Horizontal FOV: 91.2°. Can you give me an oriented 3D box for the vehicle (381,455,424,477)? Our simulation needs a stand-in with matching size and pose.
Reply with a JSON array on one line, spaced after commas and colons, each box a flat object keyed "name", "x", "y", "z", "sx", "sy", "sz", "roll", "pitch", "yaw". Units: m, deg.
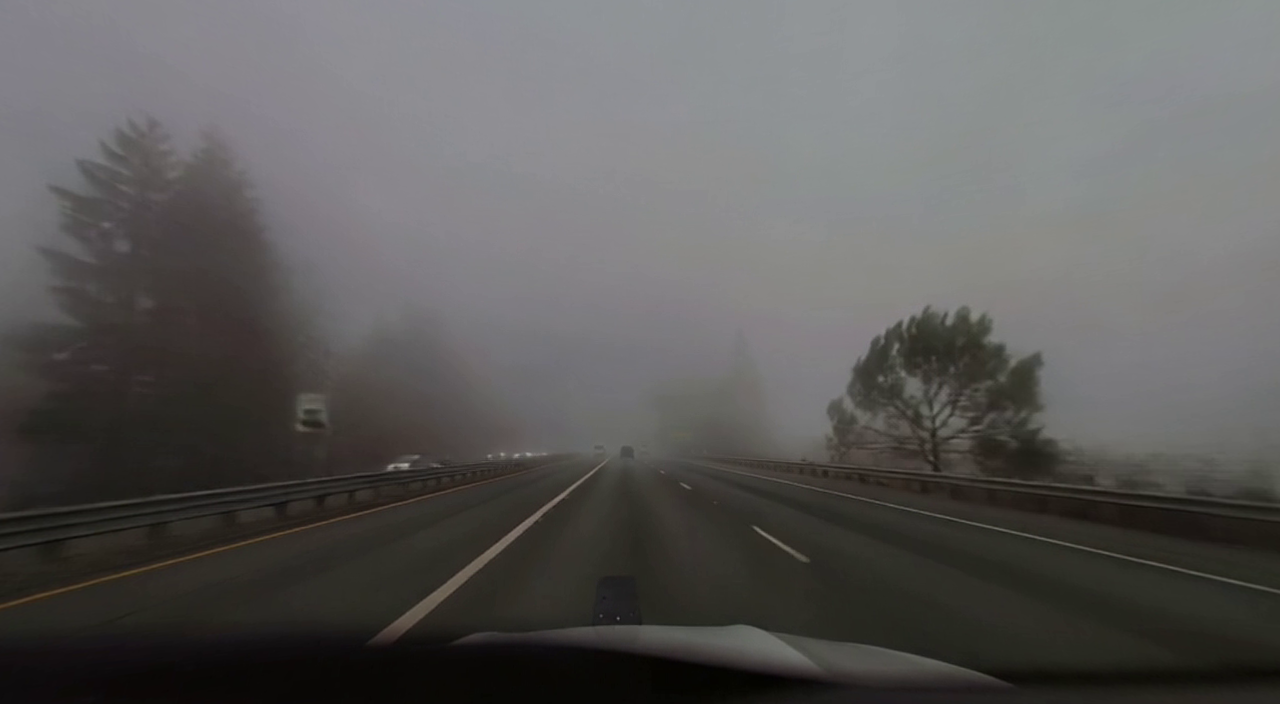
[{"name": "vehicle", "x": -18.318, "y": 8.764, "z": 48.451, "sx": 1.805, "sy": 1.548, "sz": 4.020, "roll": 0, "pitch": -9, "yaw": -1}]

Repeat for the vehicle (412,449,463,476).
[{"name": "vehicle", "x": -13.426, "y": 7.365, "z": 41.904, "sx": 1.957, "sy": 1.657, "sz": 4.329, "roll": 0, "pitch": -9, "yaw": 0}]
